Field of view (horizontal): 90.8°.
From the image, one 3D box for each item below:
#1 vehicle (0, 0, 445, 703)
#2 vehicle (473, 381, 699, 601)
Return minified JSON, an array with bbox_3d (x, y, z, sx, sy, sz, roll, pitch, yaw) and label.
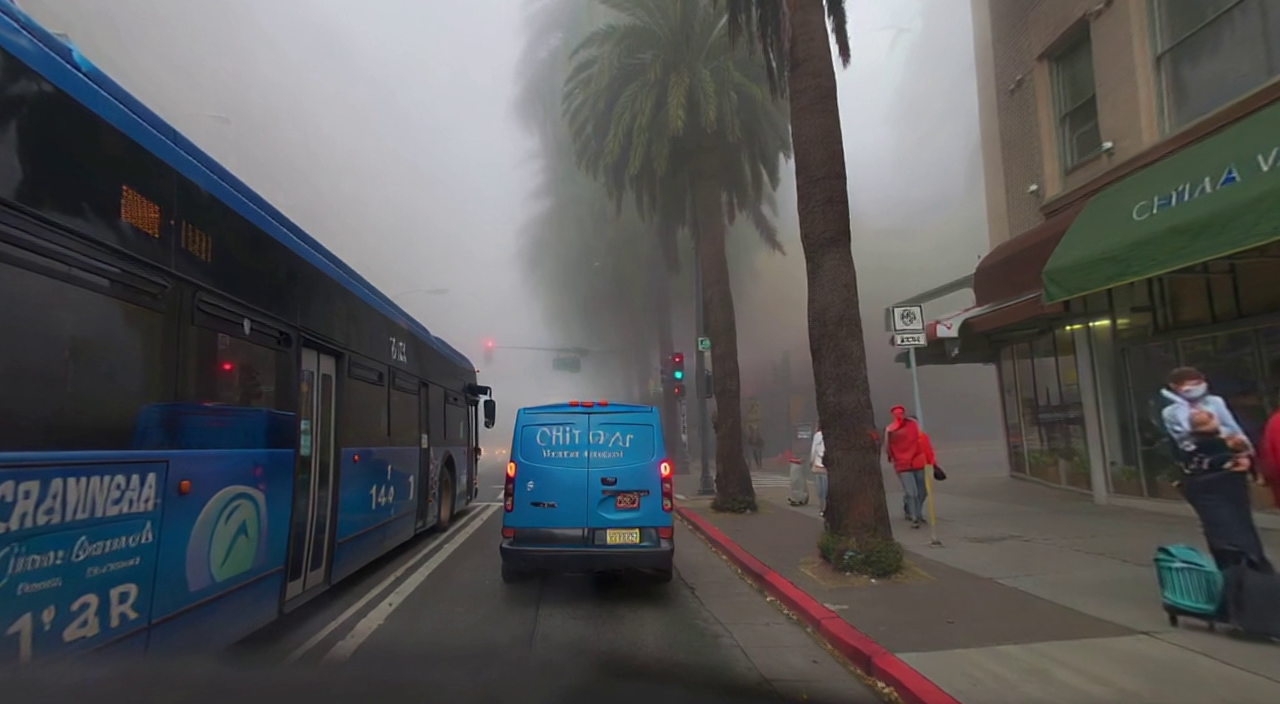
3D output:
[{"bbox_3d":[-3.733,0.132,2.841,2.863,3.233,11.573,0,-8,-4],"label":"vehicle"},{"bbox_3d":[-0.798,1.532,7.798,2.002,1.907,4.211,1,-9,-9],"label":"vehicle"}]
